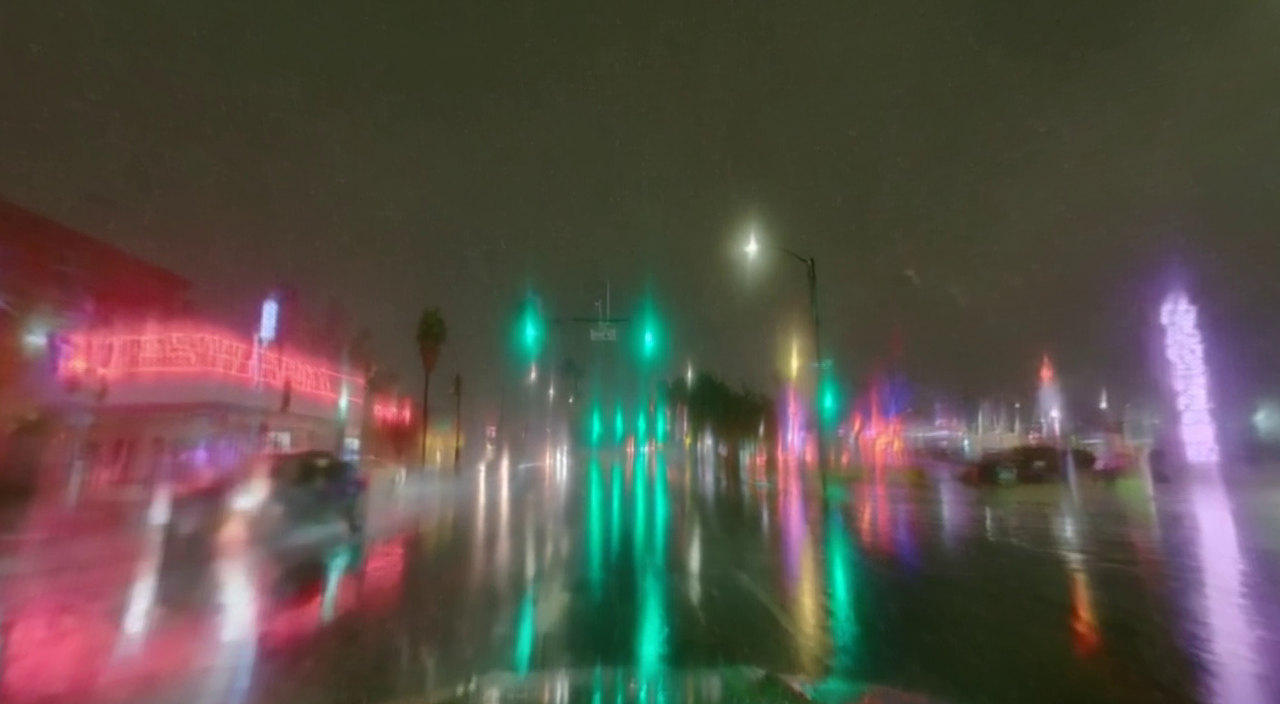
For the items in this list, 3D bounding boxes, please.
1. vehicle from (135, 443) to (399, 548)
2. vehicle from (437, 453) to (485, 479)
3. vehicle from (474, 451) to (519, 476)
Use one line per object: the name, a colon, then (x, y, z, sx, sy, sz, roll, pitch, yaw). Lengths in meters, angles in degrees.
vehicle: (-6.184, 2.368, 11.235, 2.007, 1.478, 4.328, 0, -8, 1)
vehicle: (-12.166, 7.766, 43.093, 1.960, 1.554, 4.050, -2, -8, 2)
vehicle: (-9.161, 7.105, 40.548, 1.913, 1.457, 4.048, 0, -8, 1)
